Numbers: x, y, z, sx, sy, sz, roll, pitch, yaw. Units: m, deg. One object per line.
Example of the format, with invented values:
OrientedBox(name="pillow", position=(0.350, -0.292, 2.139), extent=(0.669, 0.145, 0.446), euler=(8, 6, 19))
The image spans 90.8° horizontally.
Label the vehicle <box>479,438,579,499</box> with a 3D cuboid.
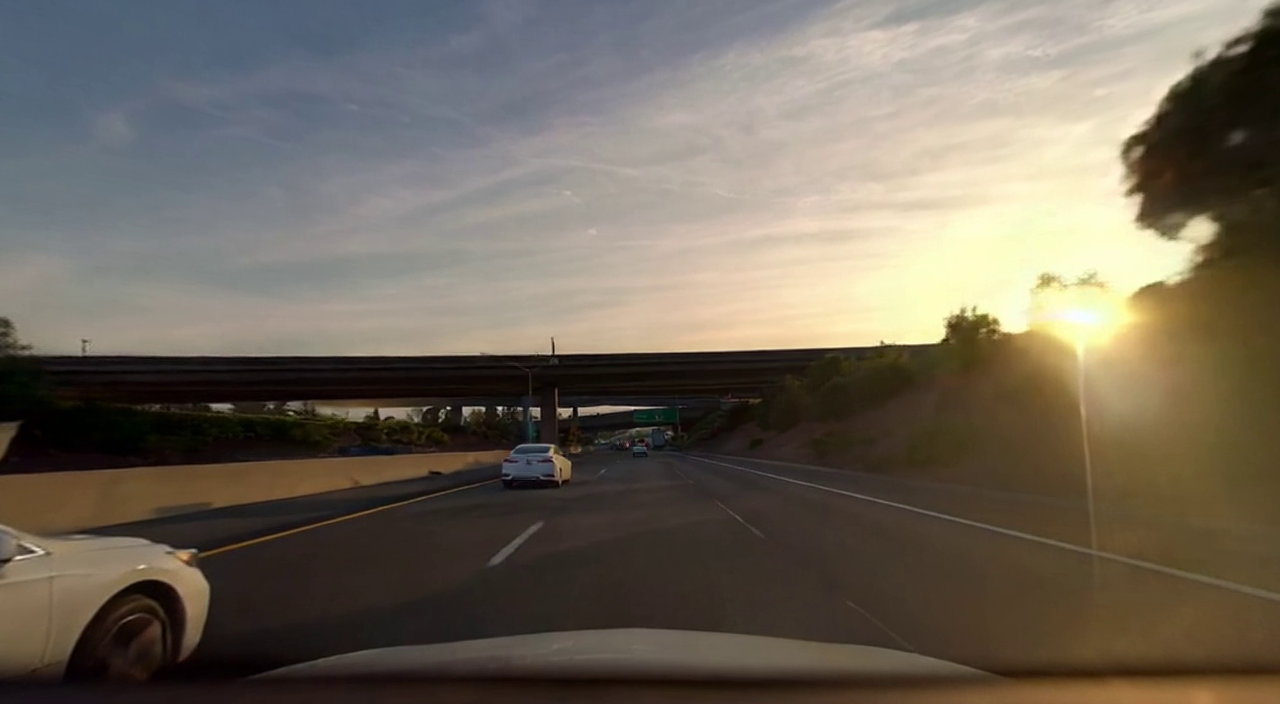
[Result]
OrientedBox(name="vehicle", position=(-3.079, 3.331, 18.538), extent=(2.029, 1.557, 4.570), euler=(0, -8, 1))
